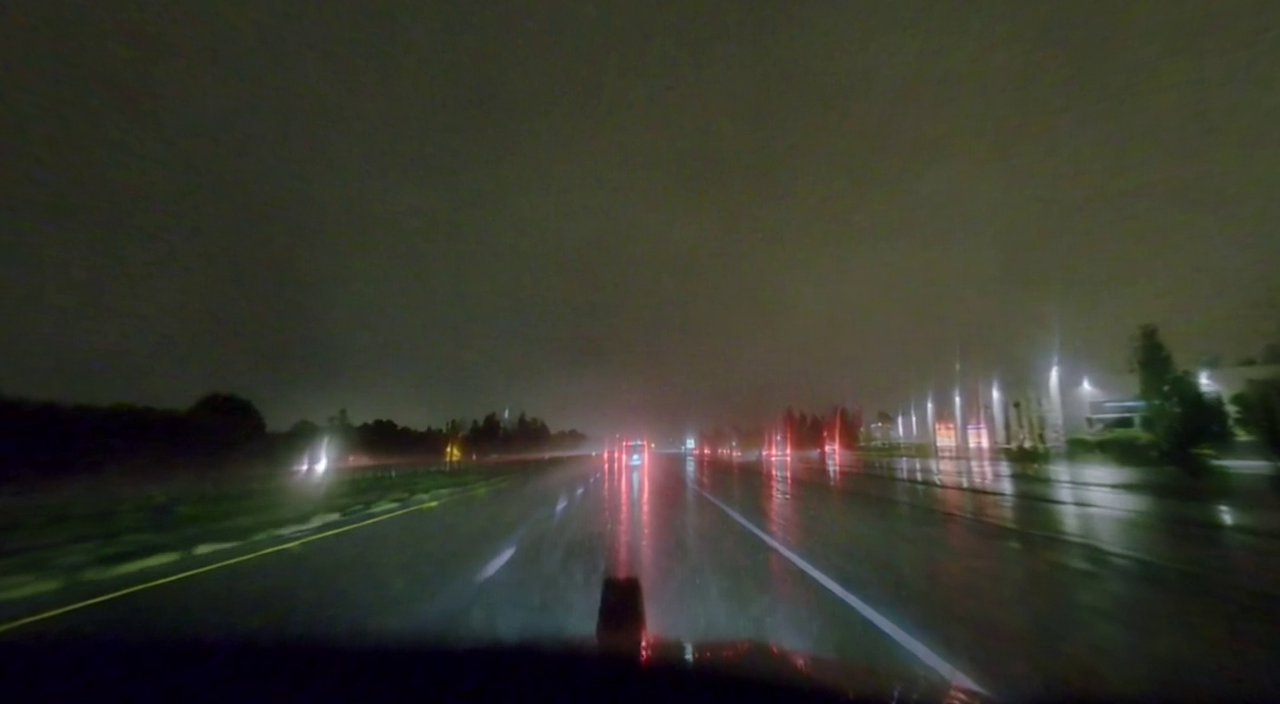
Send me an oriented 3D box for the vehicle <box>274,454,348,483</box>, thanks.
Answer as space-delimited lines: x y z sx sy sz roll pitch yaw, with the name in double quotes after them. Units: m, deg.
-20.802 7.369 40.197 2.047 1.683 4.959 0 -8 0 "vehicle"
